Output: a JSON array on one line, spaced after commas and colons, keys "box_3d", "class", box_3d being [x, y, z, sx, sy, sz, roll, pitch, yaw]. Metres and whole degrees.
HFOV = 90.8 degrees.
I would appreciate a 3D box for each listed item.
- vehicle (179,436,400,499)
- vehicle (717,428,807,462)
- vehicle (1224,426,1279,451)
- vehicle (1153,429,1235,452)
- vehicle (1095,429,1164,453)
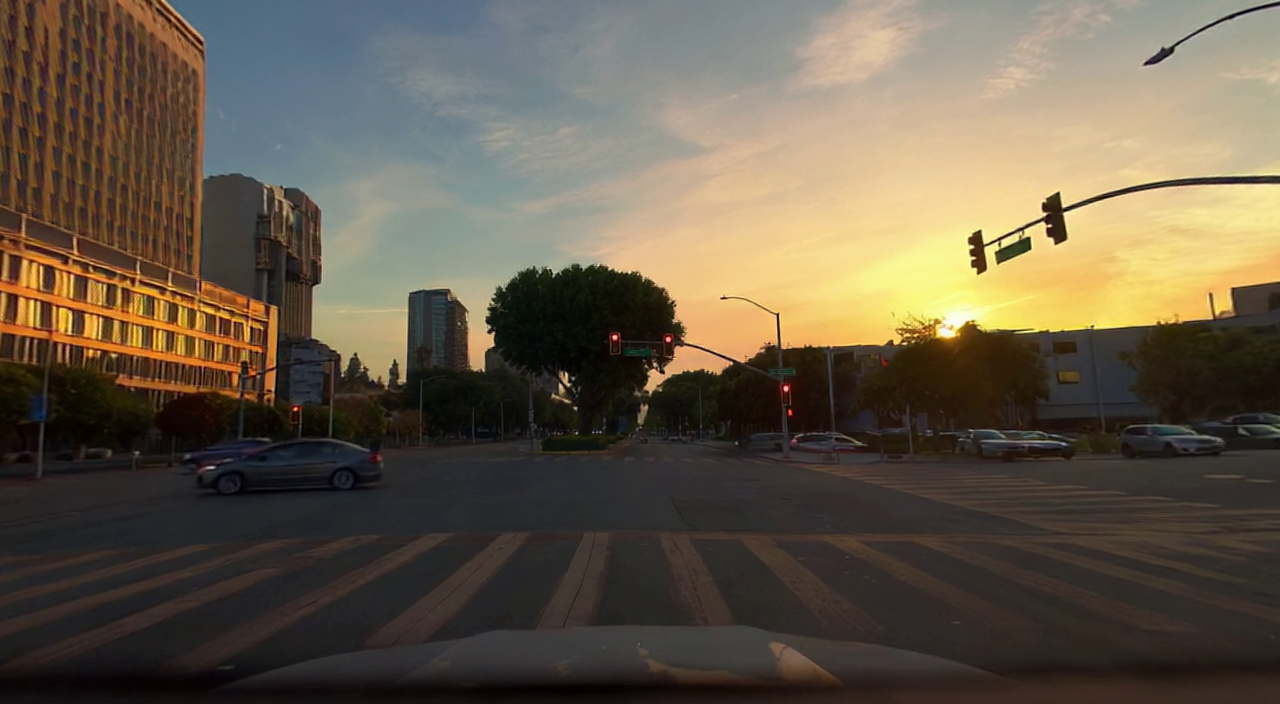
[{"box_3d": [-9.268, 3.054, 17.156, 4.916, 1.504, 1.846, 4, -9, -26], "class": "vehicle"}, {"box_3d": [6.524, 5.024, 34.207, 1.977, 1.698, 4.571, 6, -10, -37], "class": "vehicle"}, {"box_3d": [42.252, 5.737, 41.932, 2.037, 1.614, 5.175, 0, -8, 0], "class": "vehicle"}, {"box_3d": [36.562, 5.891, 41.845, 1.726, 1.429, 4.163, -1, -8, 2], "class": "vehicle"}, {"box_3d": [33.248, 6.098, 43.096, 2.090, 1.494, 4.321, -3, -9, 15], "class": "vehicle"}]
